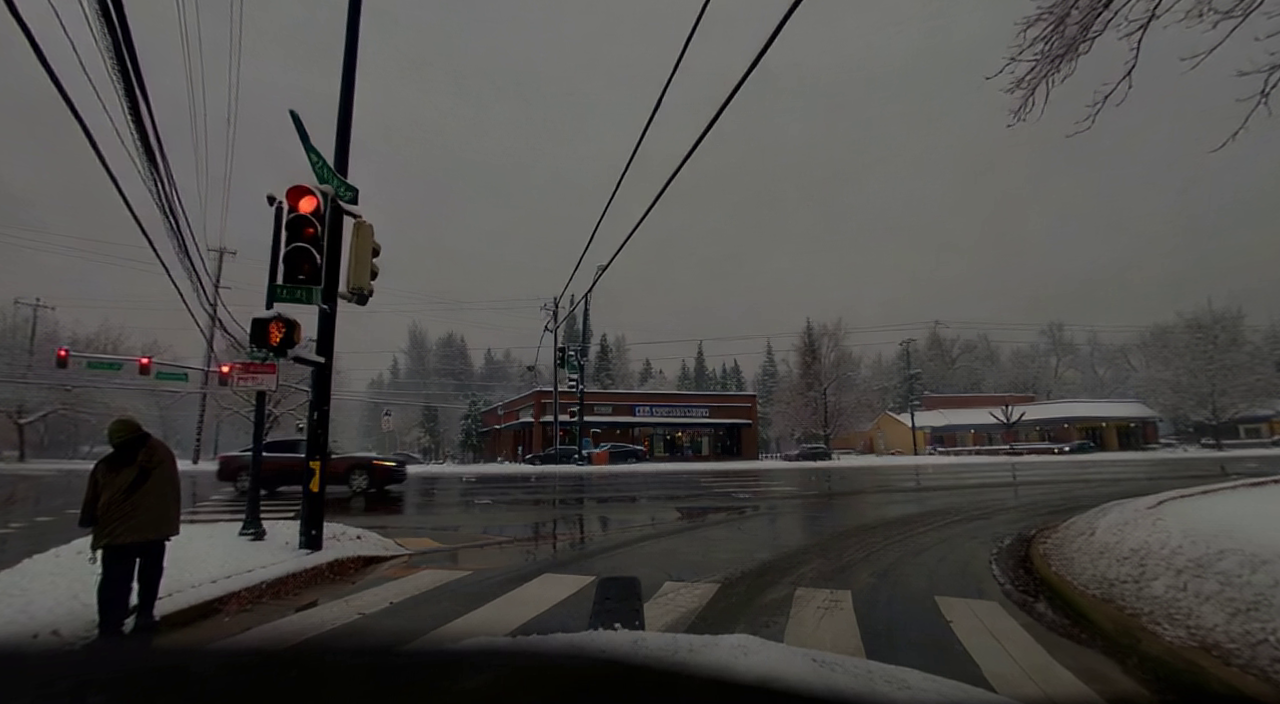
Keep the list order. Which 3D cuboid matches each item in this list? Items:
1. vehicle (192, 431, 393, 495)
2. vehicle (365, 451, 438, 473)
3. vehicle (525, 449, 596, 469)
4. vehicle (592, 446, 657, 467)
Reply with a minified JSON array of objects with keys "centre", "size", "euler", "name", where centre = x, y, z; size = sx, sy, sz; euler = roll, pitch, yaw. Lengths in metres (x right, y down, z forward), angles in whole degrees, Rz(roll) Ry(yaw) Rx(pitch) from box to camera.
[{"centre":[-9.683,3.091,17.811],"size":[4.530,1.648,2.075],"euler":[-1,-9,9],"name":"vehicle"},{"centre":[-17.052,7.845,45.209],"size":[4.623,1.471,1.805],"euler":[4,-9,-25],"name":"vehicle"},{"centre":[-5.904,7.931,47.075],"size":[4.837,1.407,1.818],"euler":[4,-9,-26],"name":"vehicle"},{"centre":[-1.128,7.548,45.816],"size":[4.391,1.451,1.717],"euler":[4,-9,-26],"name":"vehicle"}]
